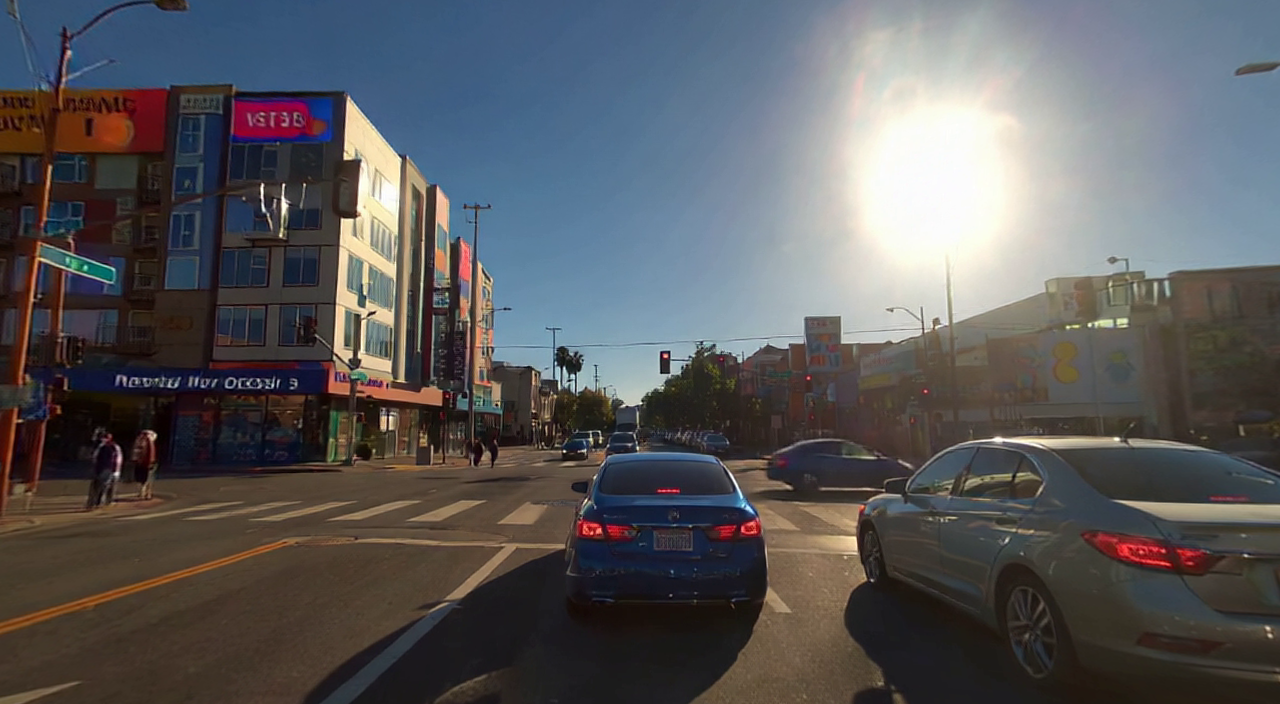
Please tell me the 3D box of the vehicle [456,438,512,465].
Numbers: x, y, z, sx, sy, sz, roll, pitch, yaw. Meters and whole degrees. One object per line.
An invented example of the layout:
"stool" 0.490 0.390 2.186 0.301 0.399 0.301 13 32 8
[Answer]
"vehicle" -9.861 6.327 40.143 2.030 1.596 3.912 -1 -9 9

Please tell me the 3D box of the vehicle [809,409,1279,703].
"vehicle" 2.814 1.287 4.560 1.961 1.498 4.356 0 -8 0

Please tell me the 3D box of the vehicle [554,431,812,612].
"vehicle" 0.280 1.695 7.291 2.132 1.464 4.089 0 -8 -2
